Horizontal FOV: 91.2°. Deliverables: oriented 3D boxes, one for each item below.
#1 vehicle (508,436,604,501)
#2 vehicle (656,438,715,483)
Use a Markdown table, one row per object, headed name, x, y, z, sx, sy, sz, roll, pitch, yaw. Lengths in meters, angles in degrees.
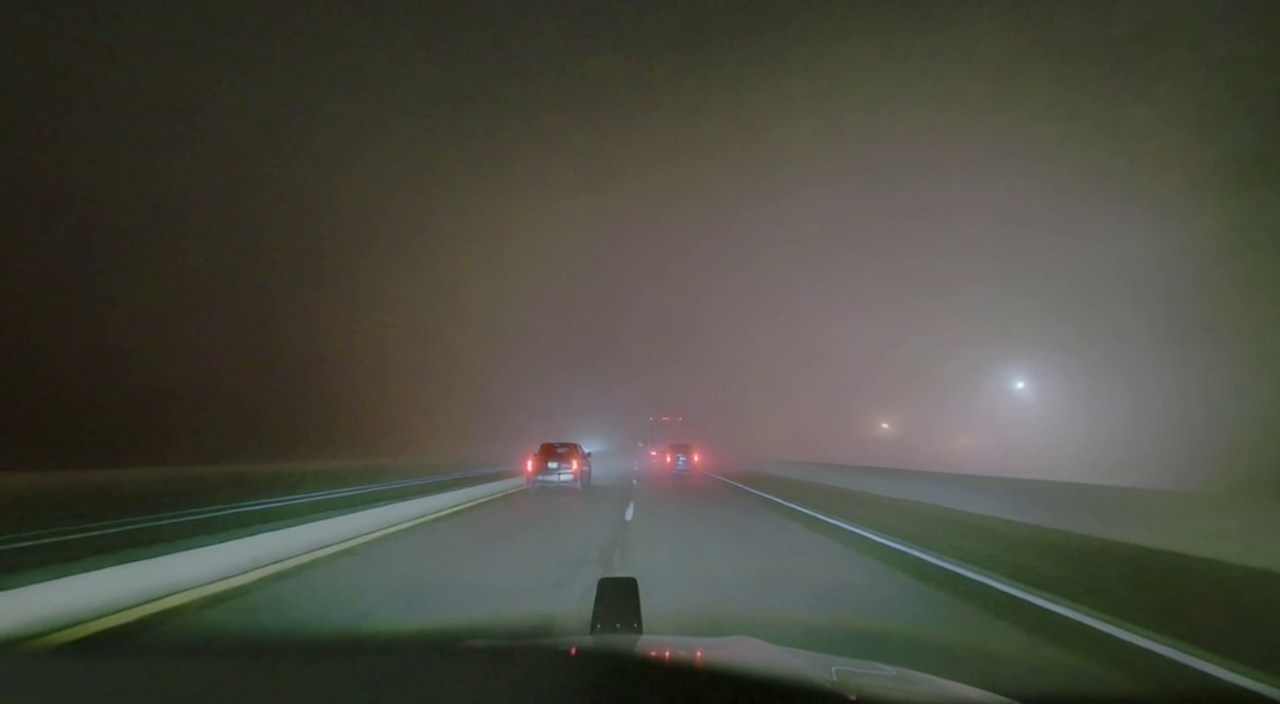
| name | x | y | z | sx | sy | sz | roll | pitch | yaw |
| --- | --- | --- | --- | --- | --- | --- | --- | --- | --- |
| vehicle | -2.297 | 3.364 | 18.540 | 2.181 | 1.653 | 4.691 | 0 | -9 | 0 |
| vehicle | 1.826 | 4.568 | 26.594 | 2.230 | 1.715 | 4.243 | 0 | -9 | 0 |
